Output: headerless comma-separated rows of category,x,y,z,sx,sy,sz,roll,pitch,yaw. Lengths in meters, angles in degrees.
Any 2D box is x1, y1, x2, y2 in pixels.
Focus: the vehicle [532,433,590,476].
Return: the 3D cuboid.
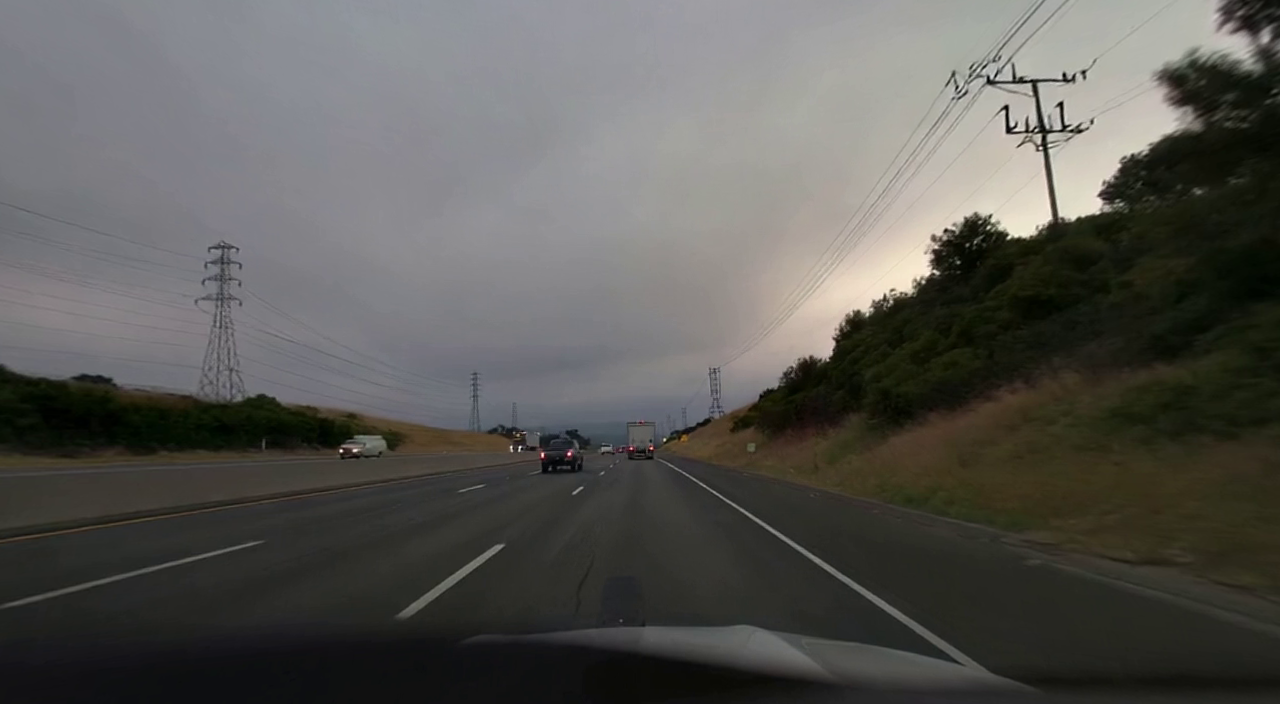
vehicle,-3.810,5.066,31.353,2.207,1.949,4.911,0,-9,1
